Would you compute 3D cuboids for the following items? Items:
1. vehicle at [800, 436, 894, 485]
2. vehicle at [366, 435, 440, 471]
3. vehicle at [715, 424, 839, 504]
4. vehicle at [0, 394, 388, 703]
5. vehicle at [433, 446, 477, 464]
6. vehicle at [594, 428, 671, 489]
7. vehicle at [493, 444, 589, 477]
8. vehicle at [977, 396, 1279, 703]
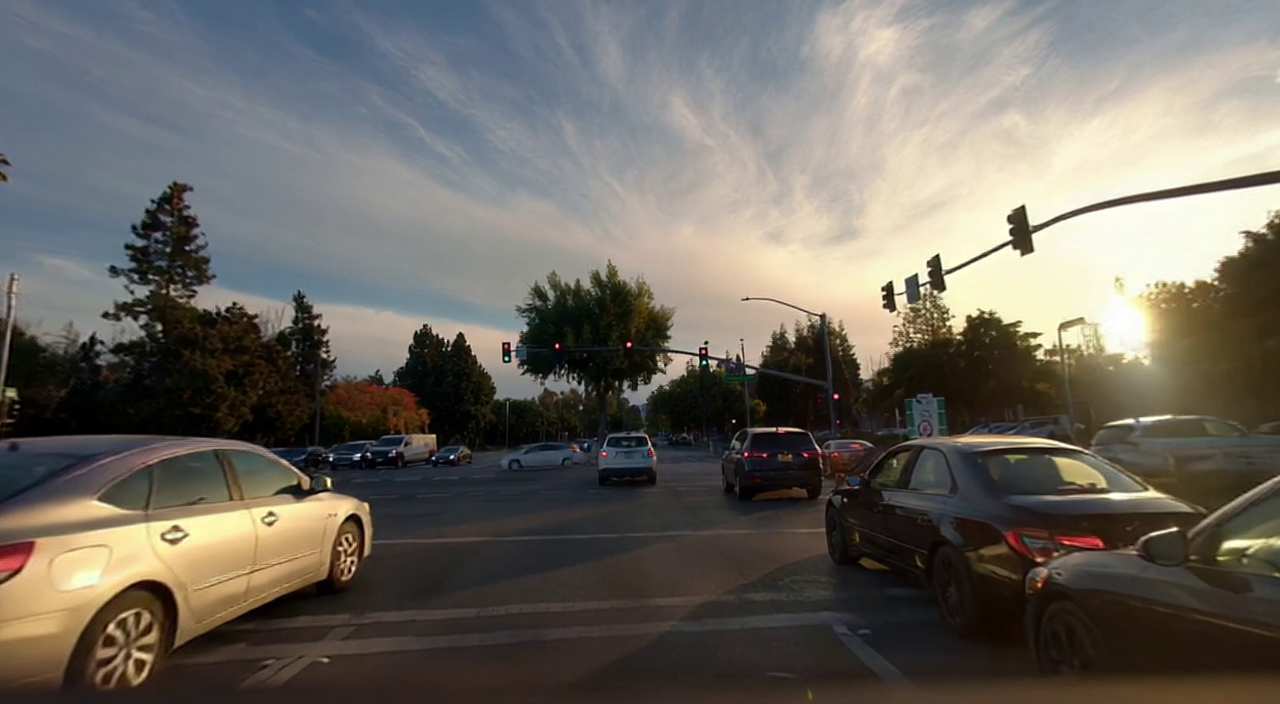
[{"bbox_3d":[6.717,3.548,20.950,1.847,1.432,4.039,-1,-8,2],"label":"vehicle"},{"bbox_3d":[-13.991,5.957,37.559,2.196,1.961,5.359,-1,-8,1],"label":"vehicle"},{"bbox_3d":[3.230,2.748,15.954,2.097,1.707,4.461,0,-8,0],"label":"vehicle"},{"bbox_3d":[-3.560,1.162,4.166,1.941,1.492,4.399,0,-8,0],"label":"vehicle"},{"bbox_3d":[-14.026,7.816,48.039,1.926,1.325,4.162,-1,-8,3],"label":"vehicle"},{"bbox_3d":[-0.202,3.377,20.320,2.215,1.749,3.976,0,-8,1],"label":"vehicle"},{"bbox_3d":[-4.366,4.832,28.213,4.094,1.328,1.700,0,-8,-4],"label":"vehicle"},{"bbox_3d":[3.094,0.826,1.725,1.960,1.460,4.233,0,-8,0],"label":"vehicle"}]
